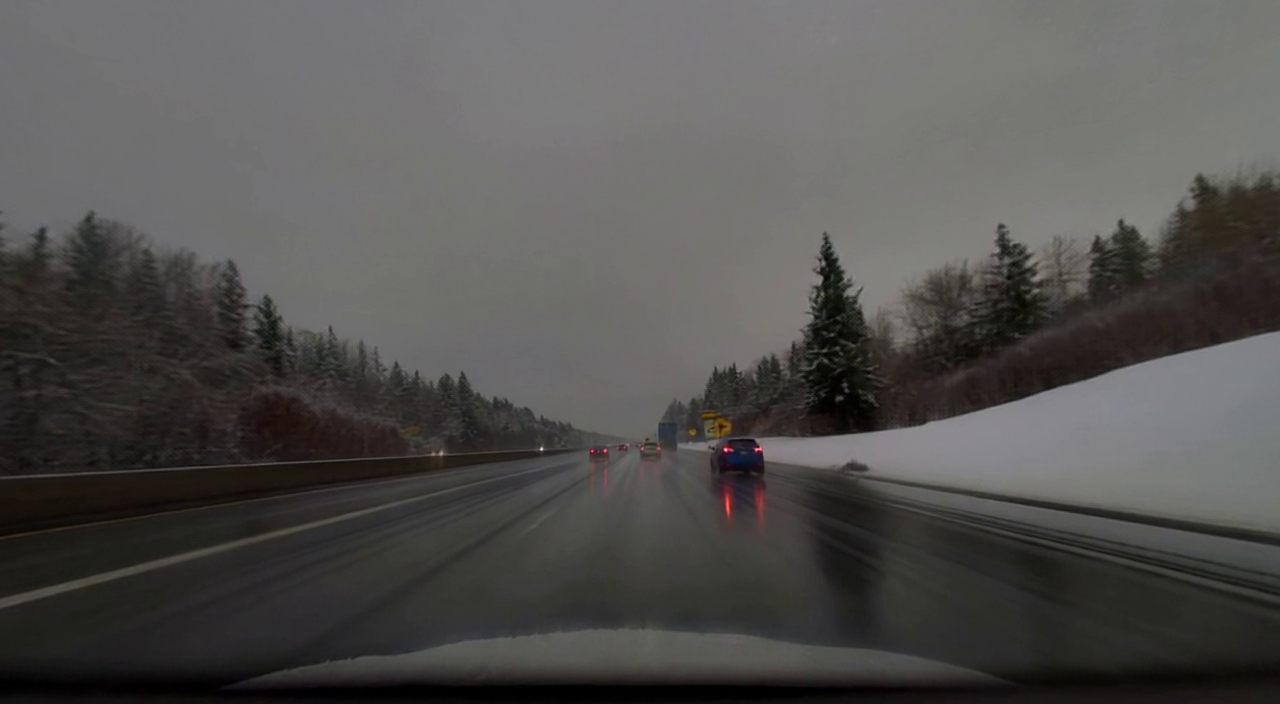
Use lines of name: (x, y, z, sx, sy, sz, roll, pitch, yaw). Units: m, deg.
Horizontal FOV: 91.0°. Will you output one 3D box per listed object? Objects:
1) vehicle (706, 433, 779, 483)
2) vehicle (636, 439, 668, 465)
vehicle: (3.838, 4.063, 24.374, 2.082, 1.720, 4.393, 0, -8, 0)
vehicle: (0.825, 7.189, 45.531, 2.205, 1.785, 4.423, 0, -8, 0)
